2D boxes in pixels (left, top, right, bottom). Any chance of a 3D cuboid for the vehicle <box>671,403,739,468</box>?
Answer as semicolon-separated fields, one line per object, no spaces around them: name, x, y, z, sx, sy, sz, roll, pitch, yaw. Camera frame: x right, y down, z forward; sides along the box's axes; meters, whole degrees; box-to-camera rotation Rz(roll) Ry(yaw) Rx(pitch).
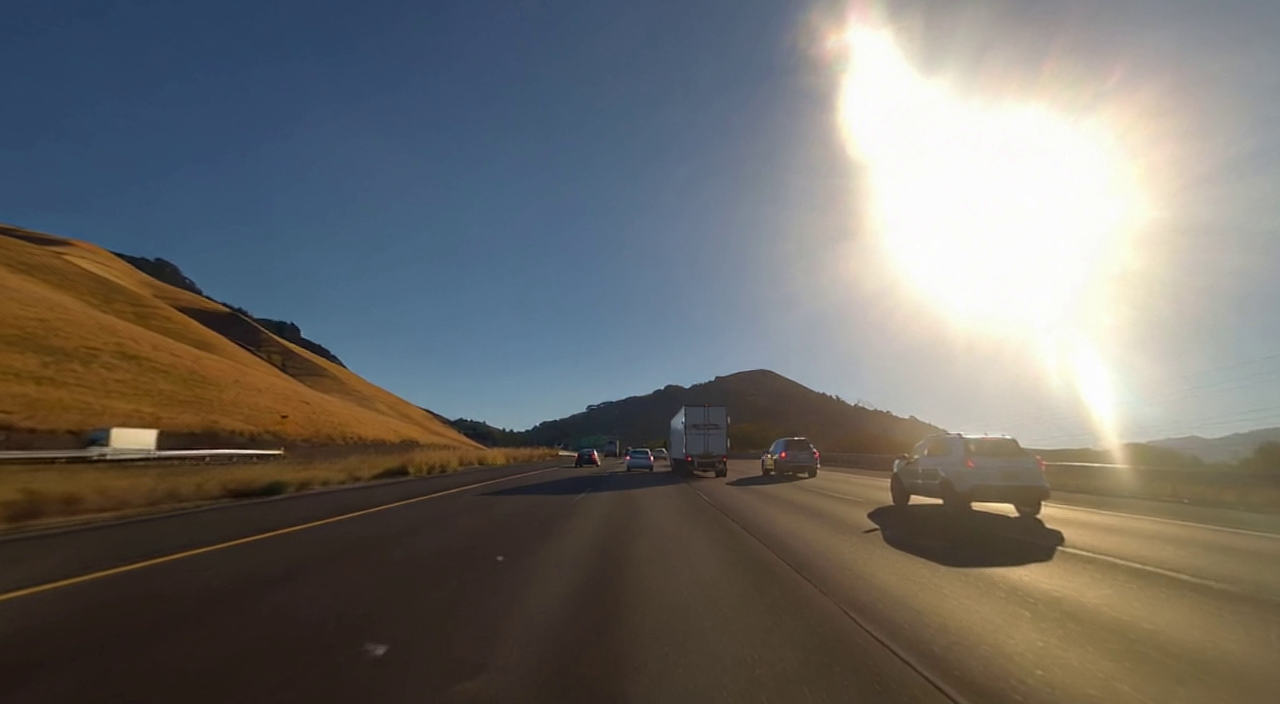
vehicle;3.880;5.477;40.522;3.130;3.607;11.129;0;-9;0

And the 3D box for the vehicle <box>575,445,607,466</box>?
vehicle;-3.747;7.979;48.650;2.132;1.506;4.256;0;-9;0

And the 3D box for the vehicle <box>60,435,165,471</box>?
vehicle;-39.465;7.567;47.372;2.736;2.463;5.726;0;-9;1

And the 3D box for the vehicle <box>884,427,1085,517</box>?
vehicle;7.397;2.615;14.201;2.044;1.676;4.421;0;-9;1

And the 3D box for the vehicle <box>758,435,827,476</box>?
vehicle;7.269;4.977;30.518;2.143;1.775;4.729;0;-9;0

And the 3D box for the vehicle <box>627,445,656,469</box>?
vehicle;0.070;7.013;42.262;1.866;1.492;3.932;0;-9;-1
